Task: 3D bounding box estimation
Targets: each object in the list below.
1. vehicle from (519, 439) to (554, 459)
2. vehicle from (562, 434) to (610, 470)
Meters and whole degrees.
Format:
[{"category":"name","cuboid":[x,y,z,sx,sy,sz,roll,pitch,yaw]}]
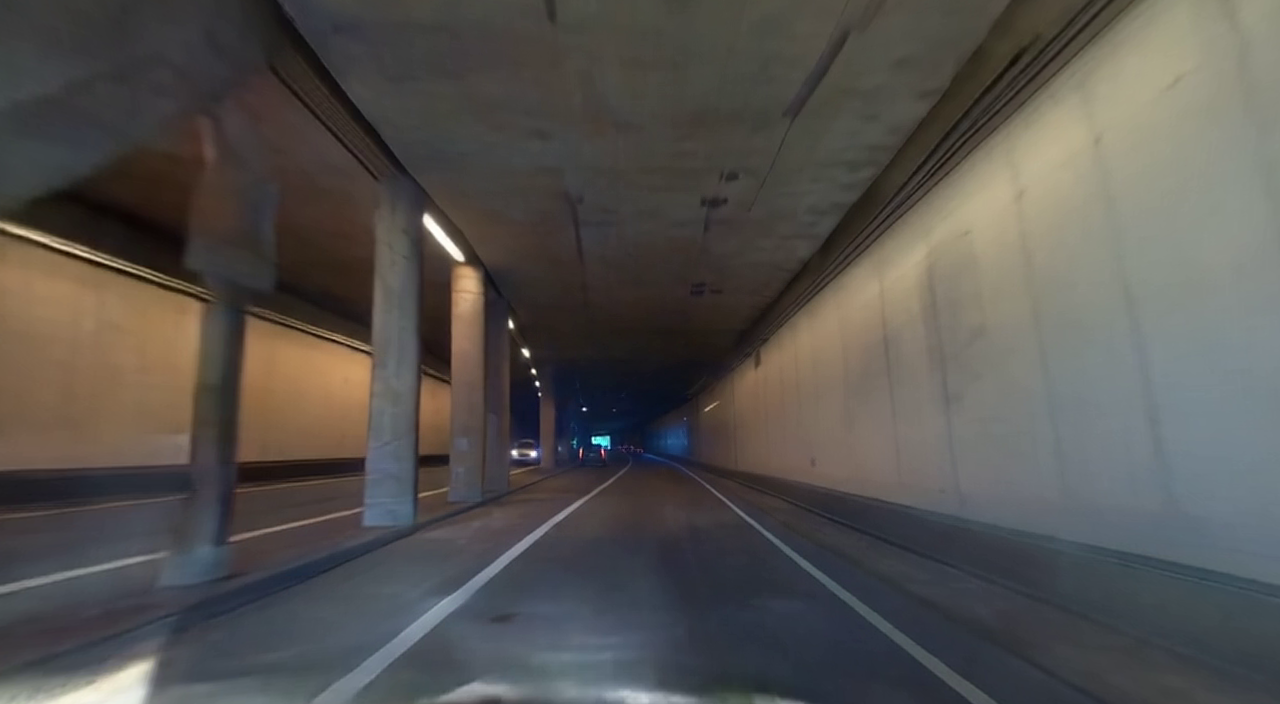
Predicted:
[{"category":"vehicle","cuboid":[-7.900,7.422,48.468,1.963,1.414,4.567,0,-8,-1]},{"category":"vehicle","cuboid":[-2.713,5.138,32.652,1.961,1.725,4.315,-1,-8,2]}]
